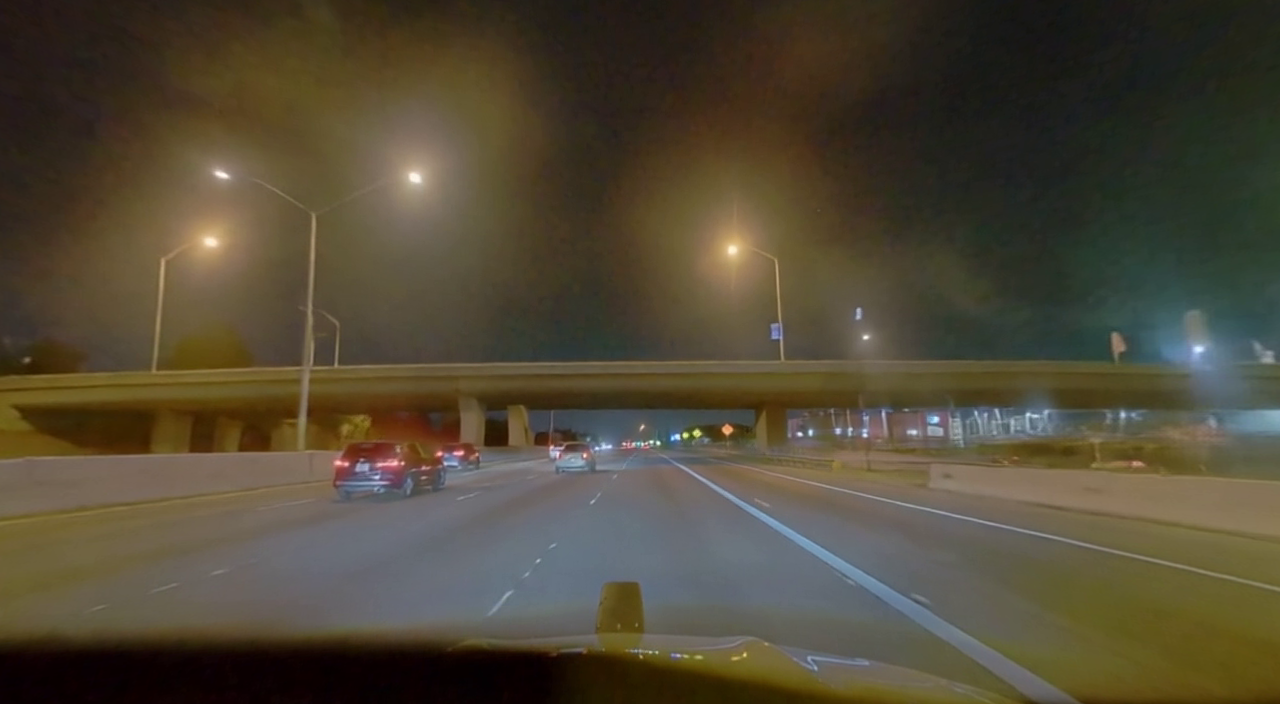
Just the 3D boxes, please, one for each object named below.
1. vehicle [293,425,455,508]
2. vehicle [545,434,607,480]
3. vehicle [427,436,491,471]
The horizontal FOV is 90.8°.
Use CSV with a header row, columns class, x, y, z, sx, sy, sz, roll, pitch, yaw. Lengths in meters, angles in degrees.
class,x,y,z,sx,sy,sz,roll,pitch,yaw
vehicle,-6.489,2.844,16.162,2.015,1.762,4.790,0,-8,1
vehicle,-2.487,4.230,25.744,2.027,1.697,4.307,0,-8,1
vehicle,-9.690,5.463,34.242,1.969,1.759,4.758,0,-8,1
